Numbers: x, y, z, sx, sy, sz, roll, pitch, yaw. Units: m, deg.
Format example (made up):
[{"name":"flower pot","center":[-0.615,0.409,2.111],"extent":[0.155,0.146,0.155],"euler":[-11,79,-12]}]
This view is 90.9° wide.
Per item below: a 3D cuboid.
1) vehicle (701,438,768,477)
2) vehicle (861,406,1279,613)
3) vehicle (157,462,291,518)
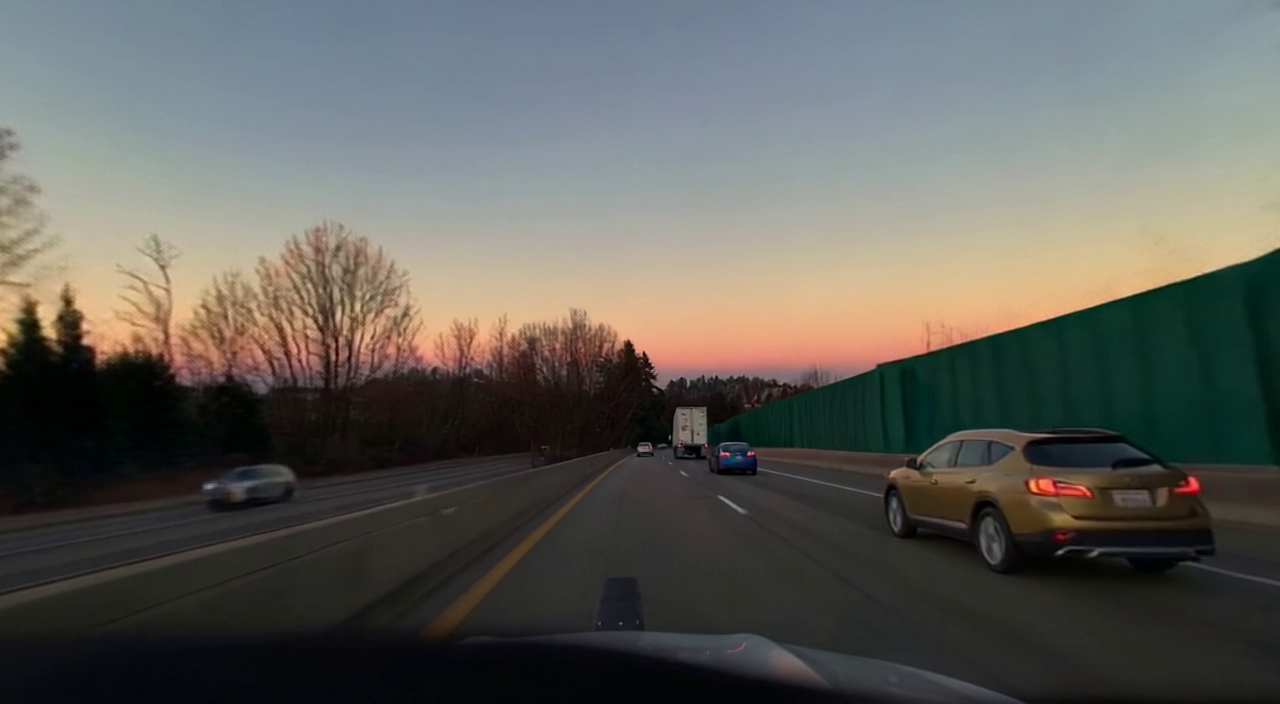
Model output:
[{"name":"vehicle","center":[3.865,4.367,26.428],"extent":[2.000,1.473,4.440],"euler":[1,-8,-2]},{"name":"vehicle","center":[4.163,1.478,6.818],"extent":[1.940,1.539,4.005],"euler":[1,-8,-2]},{"name":"vehicle","center":[-12.981,4.298,19.993],"extent":[1.777,1.465,3.889],"euler":[1,-8,-4]}]
